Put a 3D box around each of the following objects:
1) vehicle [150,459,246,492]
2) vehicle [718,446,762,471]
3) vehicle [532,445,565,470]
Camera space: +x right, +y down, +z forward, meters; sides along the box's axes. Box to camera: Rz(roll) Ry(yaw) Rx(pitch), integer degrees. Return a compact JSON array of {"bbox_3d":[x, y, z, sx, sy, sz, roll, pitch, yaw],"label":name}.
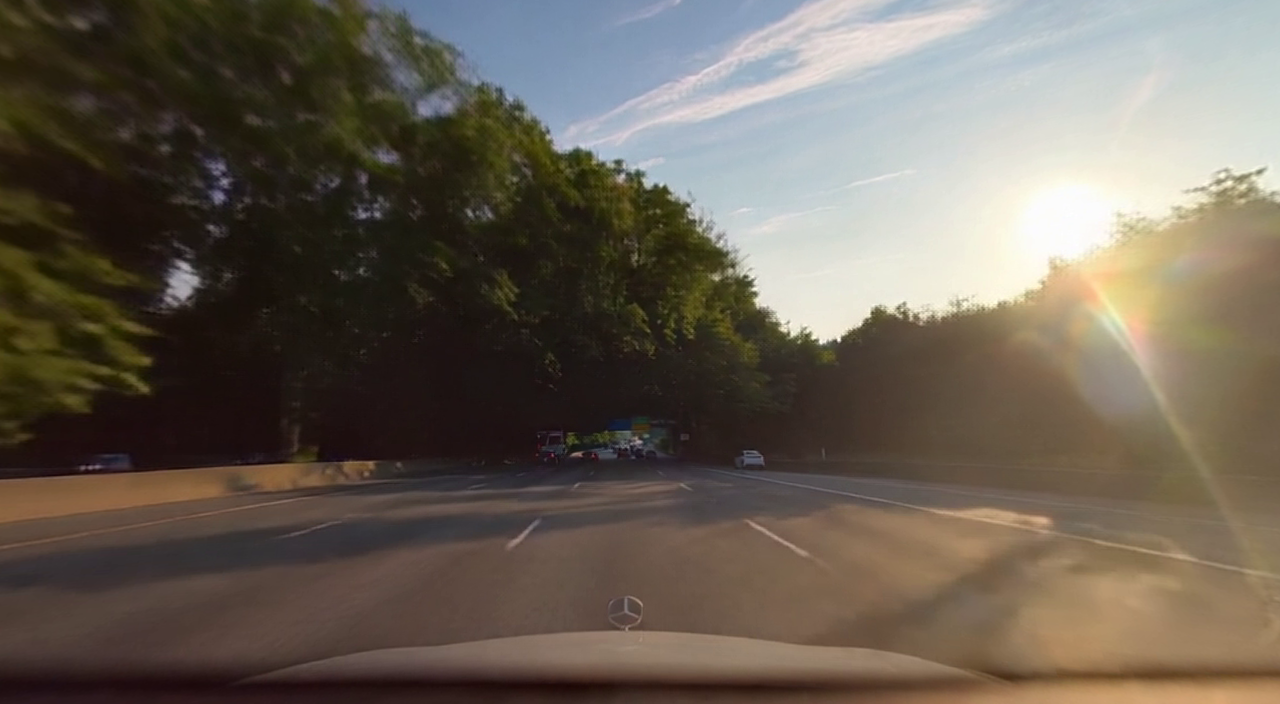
[{"bbox_3d":[-22.530,6.294,32.365,1.859,1.480,4.401,0,-9,-3],"label":"vehicle"},{"bbox_3d":[6.685,7.180,42.544,1.989,1.591,4.348,0,-9,-3],"label":"vehicle"},{"bbox_3d":[-7.099,8.202,49.082,2.167,1.847,4.097,0,-9,-3],"label":"vehicle"}]
